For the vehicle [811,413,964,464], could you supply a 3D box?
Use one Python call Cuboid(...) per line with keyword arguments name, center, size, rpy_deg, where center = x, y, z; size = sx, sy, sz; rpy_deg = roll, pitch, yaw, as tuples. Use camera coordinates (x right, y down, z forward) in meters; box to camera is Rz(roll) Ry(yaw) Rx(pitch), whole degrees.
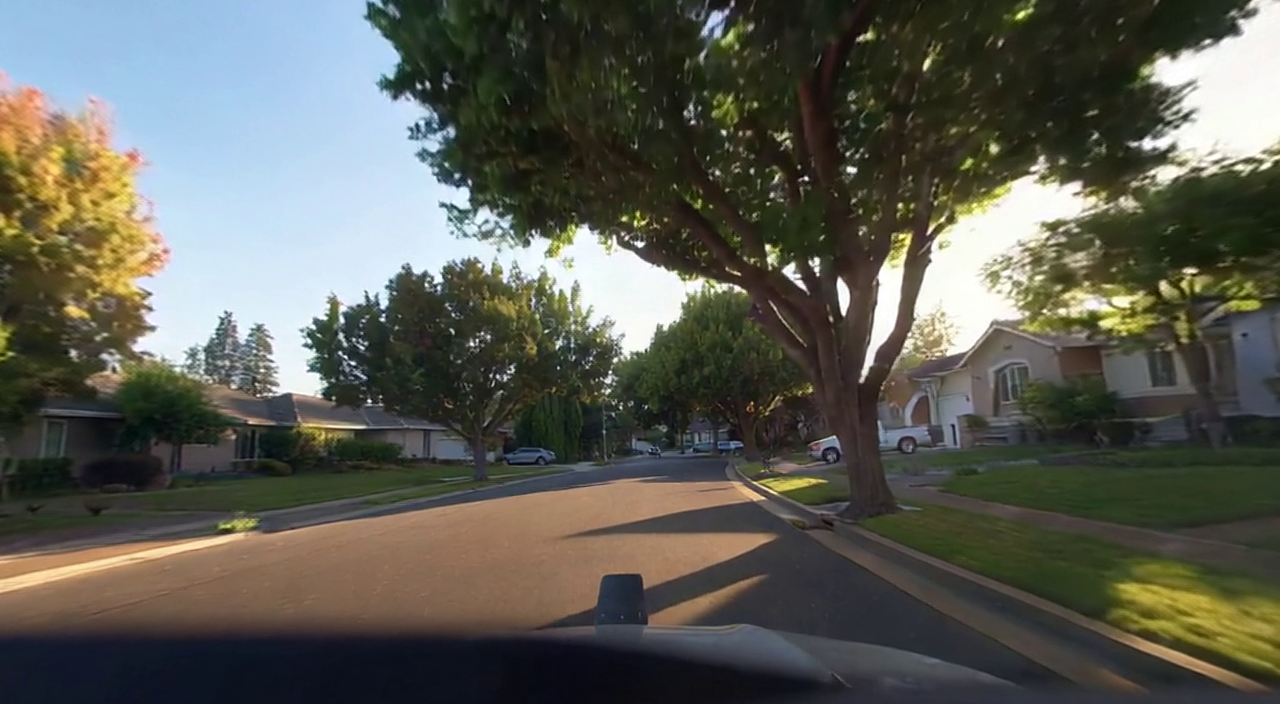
Cuboid(name="vehicle", center=(11.341, 4.051, 29.483), size=(6.053, 2.240, 2.582), rpy_deg=(-1, -9, 6))
